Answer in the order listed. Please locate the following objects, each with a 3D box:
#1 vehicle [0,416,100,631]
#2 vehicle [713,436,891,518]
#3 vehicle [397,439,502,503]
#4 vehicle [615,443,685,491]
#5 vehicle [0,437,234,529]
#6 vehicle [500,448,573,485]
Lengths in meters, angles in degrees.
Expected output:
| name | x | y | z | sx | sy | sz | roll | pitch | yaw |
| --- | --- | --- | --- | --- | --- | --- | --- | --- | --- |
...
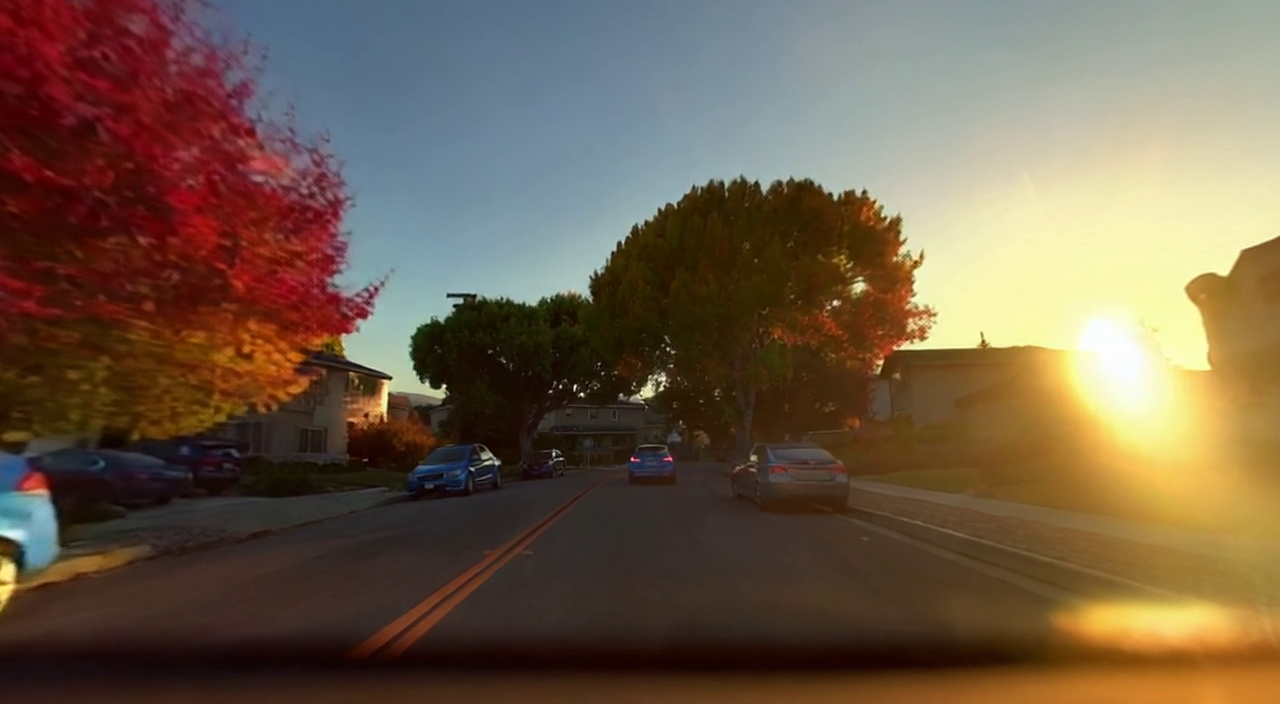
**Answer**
| name | x | y | z | sx | sy | sz | roll | pitch | yaw |
| --- | --- | --- | --- | --- | --- | --- | --- | --- | --- |
| vehicle | -6.444 | 1.282 | 3.812 | 2.254 | 1.773 | 4.795 | -3 | -8 | -2 |
| vehicle | 3.327 | 2.697 | 14.181 | 2.429 | 1.502 | 4.474 | 1 | -9 | -5 |
| vehicle | -6.440 | 4.067 | 21.997 | 2.235 | 1.851 | 4.662 | -2 | -9 | 0 |
| vehicle | 0.429 | 3.951 | 22.034 | 2.192 | 1.474 | 4.192 | -1 | -9 | 3 |
| vehicle | -12.734 | 3.118 | 15.330 | 4.461 | 1.717 | 1.936 | -4 | -7 | -4 |
| vehicle | -5.562 | 6.210 | 34.605 | 2.641 | 1.747 | 4.738 | -4 | -9 | 7 |
